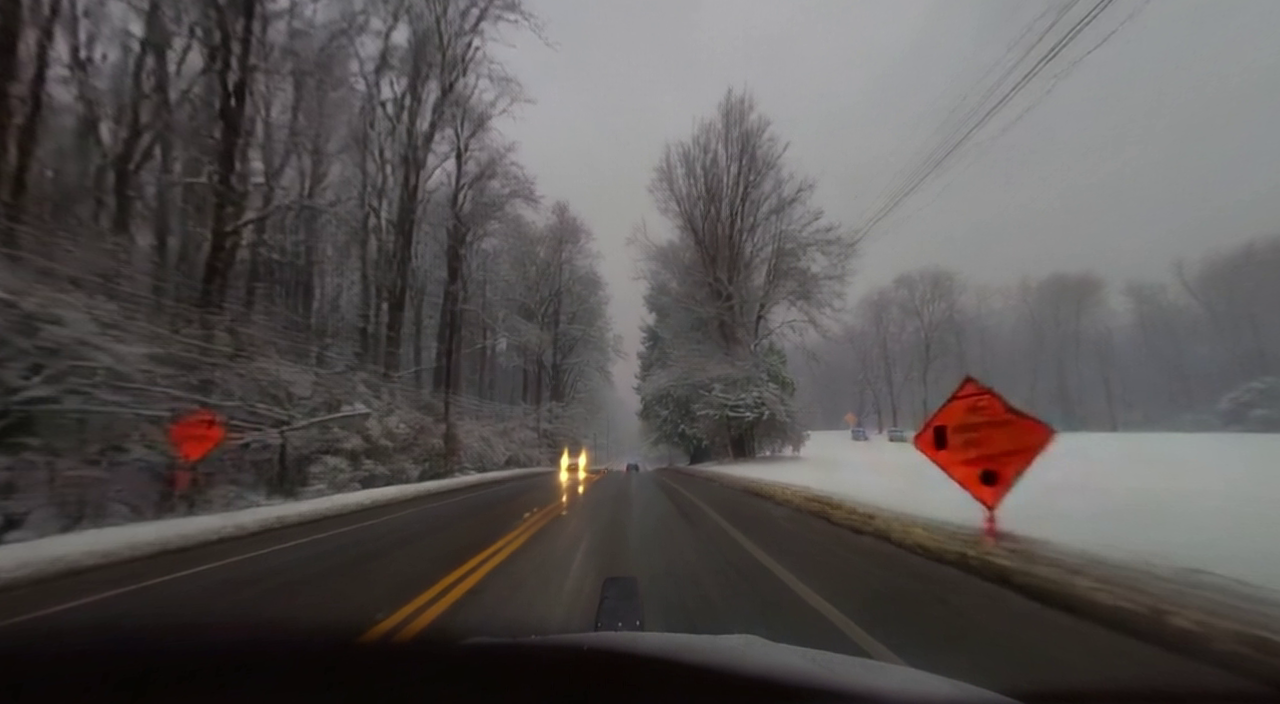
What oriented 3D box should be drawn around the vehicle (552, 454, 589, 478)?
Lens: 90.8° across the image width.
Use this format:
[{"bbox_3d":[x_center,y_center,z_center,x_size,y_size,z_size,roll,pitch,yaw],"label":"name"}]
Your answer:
[{"bbox_3d":[-4.858,8.013,44.758,2.080,1.512,4.450,-1,-8,0],"label":"vehicle"}]
